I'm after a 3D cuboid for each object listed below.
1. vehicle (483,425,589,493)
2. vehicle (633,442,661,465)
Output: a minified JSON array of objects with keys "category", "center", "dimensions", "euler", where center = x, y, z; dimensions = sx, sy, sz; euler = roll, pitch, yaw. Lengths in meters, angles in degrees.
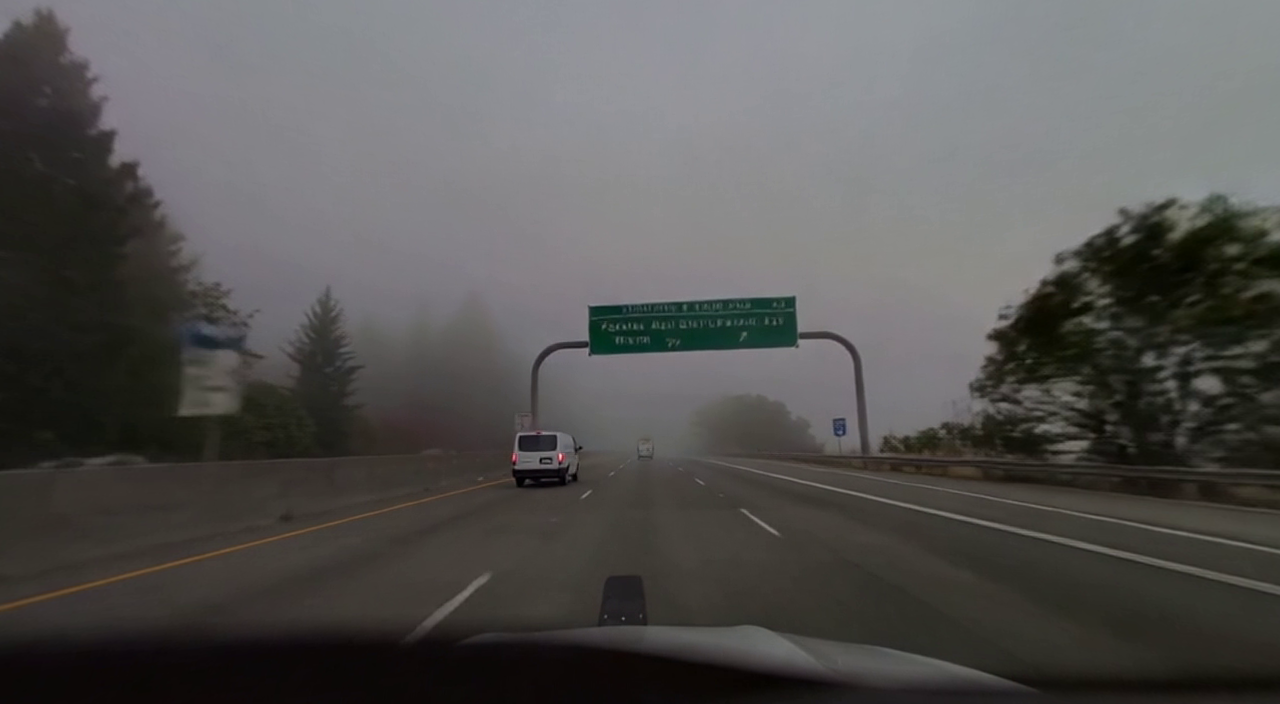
[{"category":"vehicle","center":[-3.242,3.548,21.193],"dimensions":[2.572,1.927,5.803],"euler":[0,-9,0]},{"category":"vehicle","center":[0.514,7.794,48.544],"dimensions":[2.067,1.690,3.901],"euler":[0,-9,0]}]
